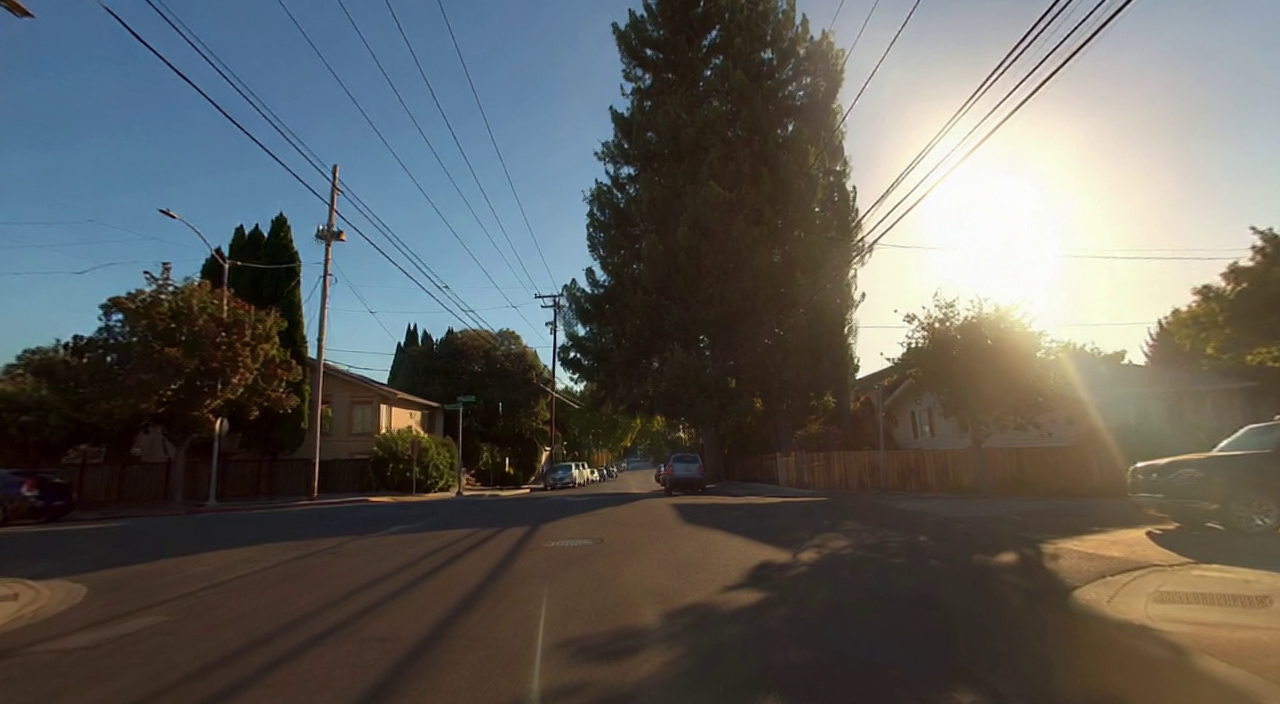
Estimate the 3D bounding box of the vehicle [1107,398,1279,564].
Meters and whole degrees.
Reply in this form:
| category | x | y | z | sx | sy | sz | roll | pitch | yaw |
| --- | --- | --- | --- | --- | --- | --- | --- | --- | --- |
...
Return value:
| category | x | y | z | sx | sy | sz | roll | pitch | yaw |
| --- | --- | --- | --- | --- | --- | --- | --- | --- | --- |
| vehicle | 9.698 | 1.674 | 8.619 | 4.677 | 1.949 | 2.334 | -1 | -8 | 3 |

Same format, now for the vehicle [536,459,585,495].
| category | x | y | z | sx | sy | sz | roll | pitch | yaw |
| --- | --- | --- | --- | --- | --- | --- | --- | --- | --- |
| vehicle | -4.291 | 6.822 | 34.682 | 2.189 | 1.771 | 4.571 | 0 | -10 | -1 |

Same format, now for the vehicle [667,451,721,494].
| category | x | y | z | sx | sy | sz | roll | pitch | yaw |
| --- | --- | --- | --- | --- | --- | --- | --- | --- | --- |
| vehicle | 2.584 | 5.872 | 31.124 | 2.051 | 1.874 | 4.459 | 0 | -8 | -3 |
